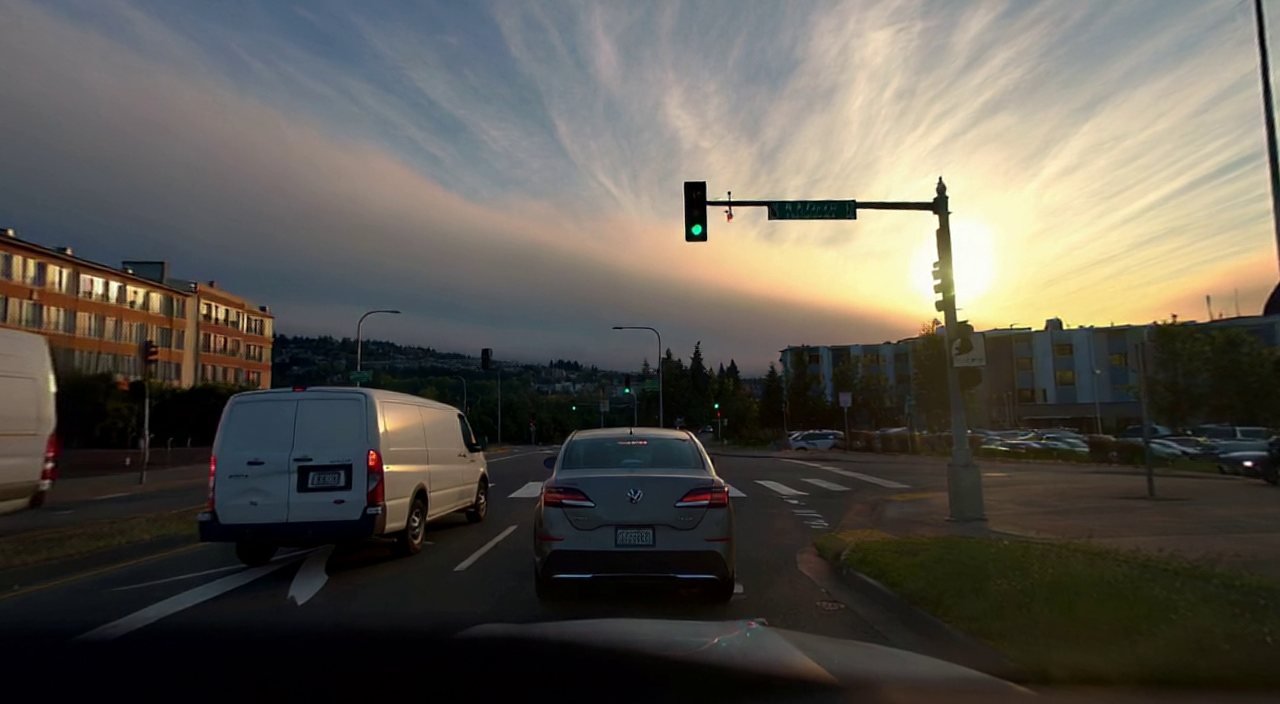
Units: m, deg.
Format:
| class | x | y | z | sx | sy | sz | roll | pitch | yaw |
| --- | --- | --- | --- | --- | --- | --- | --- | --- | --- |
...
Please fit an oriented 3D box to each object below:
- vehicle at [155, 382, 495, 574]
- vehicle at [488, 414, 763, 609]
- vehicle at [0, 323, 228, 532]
| class | x | y | z | sx | sy | sz | roll | pitch | yaw |
| --- | --- | --- | --- | --- | --- | --- | --- | --- | --- |
| vehicle | -3.582 | 1.532 | 8.586 | 2.076 | 1.820 | 5.100 | 0 | -8 | -1 |
| vehicle | -0.114 | 1.467 | 6.770 | 2.064 | 1.452 | 3.942 | 0 | -8 | 0 |
| vehicle | -10.751 | 0.927 | 7.798 | 2.973 | 3.009 | 12.605 | 0 | -8 | -1 |
